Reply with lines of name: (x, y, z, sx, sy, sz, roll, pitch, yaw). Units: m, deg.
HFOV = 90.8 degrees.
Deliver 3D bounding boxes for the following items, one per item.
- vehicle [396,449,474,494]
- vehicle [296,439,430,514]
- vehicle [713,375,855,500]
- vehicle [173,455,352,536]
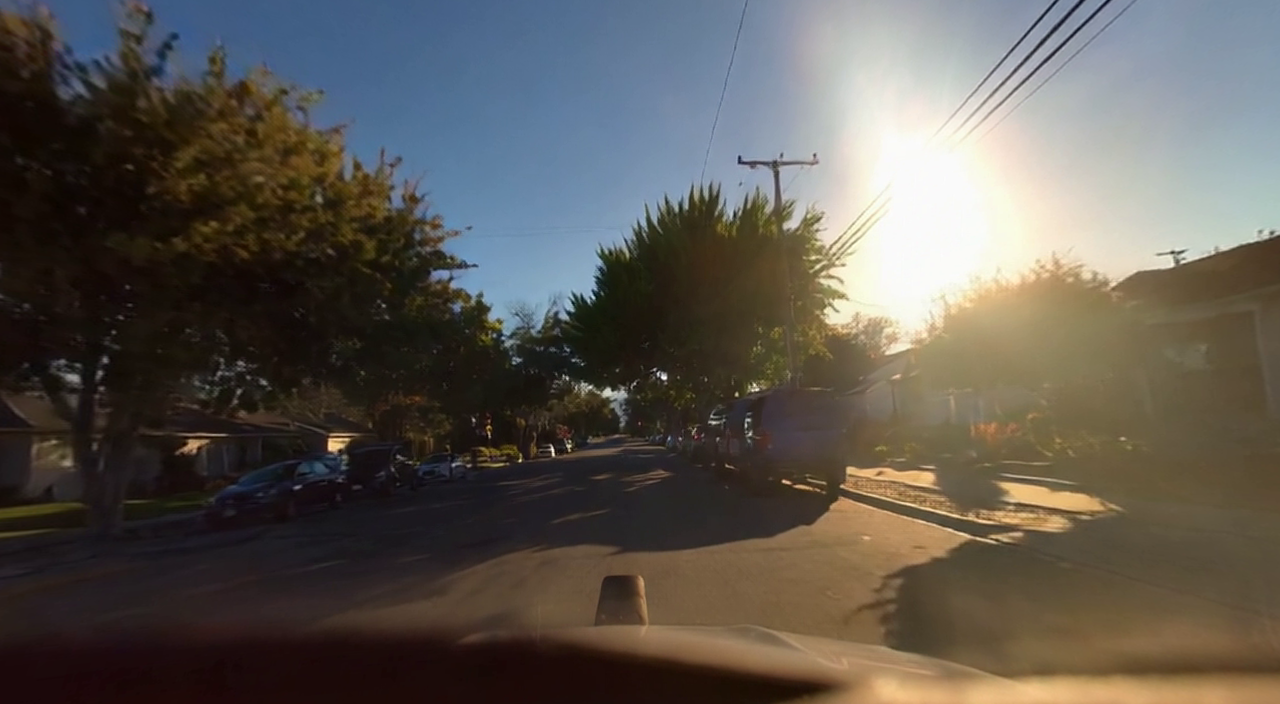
vehicle: (-8.390, 4.863, 26.167, 1.839, 1.384, 4.124, -8, -8, -2)
vehicle: (-8.567, 3.810, 20.063, 2.163, 1.841, 4.679, -6, -8, -2)
vehicle: (3.068, 1.987, 14.467, 2.233, 2.453, 3.787, 0, -9, -1)
vehicle: (-8.388, 3.176, 14.555, 1.821, 1.476, 4.060, -2, -9, -3)
